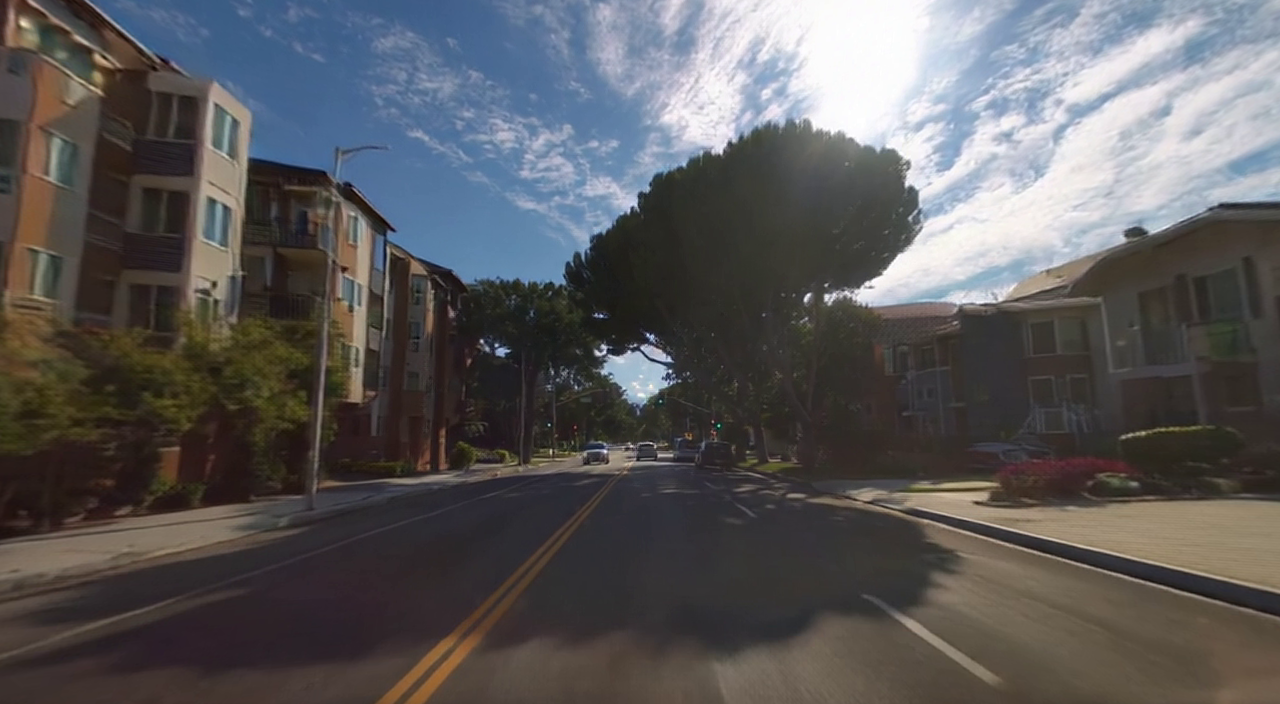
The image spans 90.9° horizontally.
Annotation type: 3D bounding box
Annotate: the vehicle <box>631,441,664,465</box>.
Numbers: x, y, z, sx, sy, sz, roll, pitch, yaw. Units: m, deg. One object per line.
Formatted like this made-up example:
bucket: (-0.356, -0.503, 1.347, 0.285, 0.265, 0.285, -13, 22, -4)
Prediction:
vehicle: (0.433, 6.723, 42.085, 2.097, 1.463, 4.043, 0, -9, -1)

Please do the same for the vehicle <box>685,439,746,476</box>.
vehicle: (3.249, 4.662, 28.063, 2.078, 1.488, 4.741, 0, -9, -1)

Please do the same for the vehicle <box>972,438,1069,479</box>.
vehicle: (17.983, 5.035, 30.005, 1.831, 1.778, 3.787, 1, -9, -8)

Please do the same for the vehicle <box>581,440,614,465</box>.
vehicle: (-2.856, 6.860, 43.003, 1.954, 1.618, 4.050, 0, -9, 1)
